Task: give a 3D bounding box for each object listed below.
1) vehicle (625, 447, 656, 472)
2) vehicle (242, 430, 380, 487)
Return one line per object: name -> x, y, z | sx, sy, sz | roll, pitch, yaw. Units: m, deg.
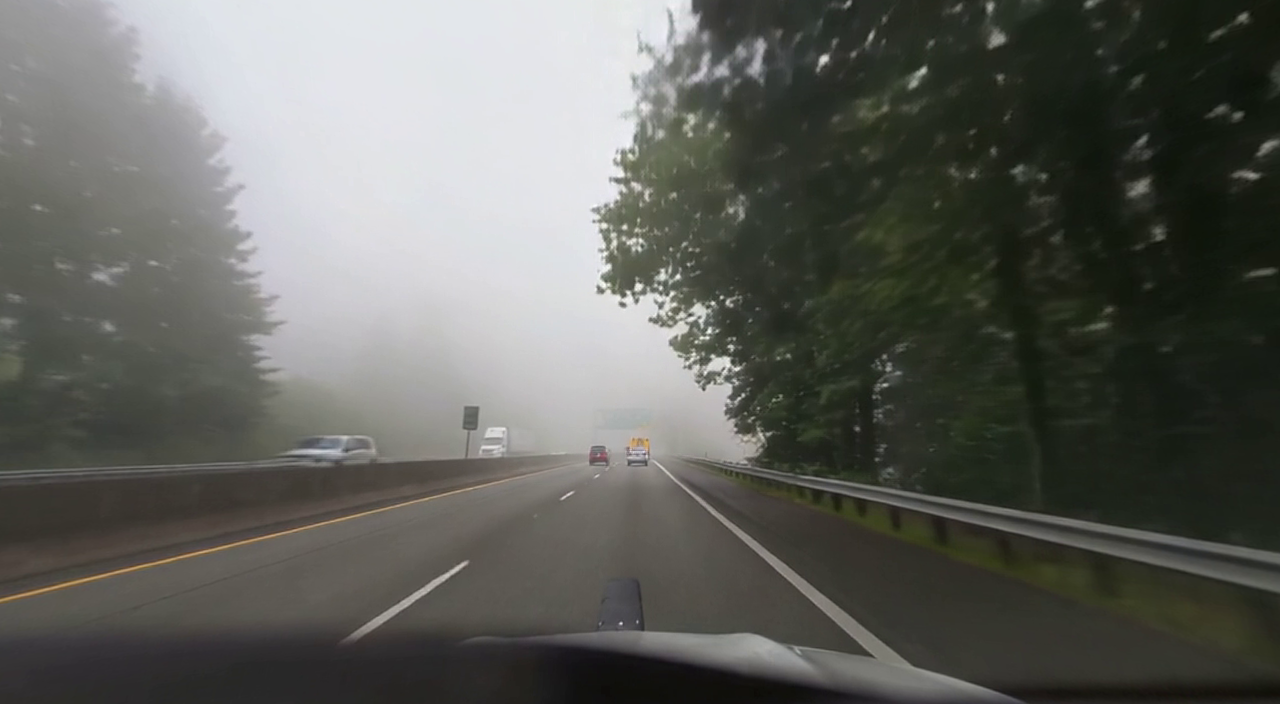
vehicle -> -0.009, 6.681, 39.248 | 1.853, 1.436, 3.438 | 0, -9, -1
vehicle -> -11.762, 3.878, 23.103 | 2.235, 1.823, 5.143 | 0, -9, 0
